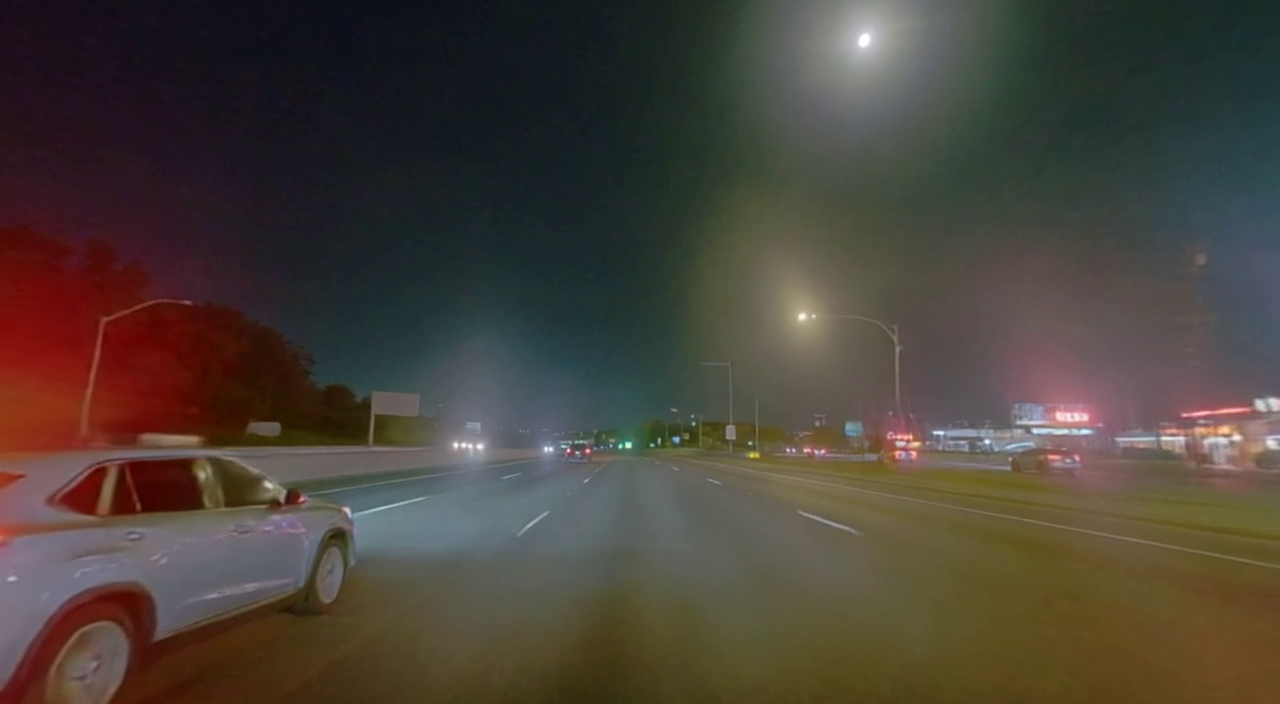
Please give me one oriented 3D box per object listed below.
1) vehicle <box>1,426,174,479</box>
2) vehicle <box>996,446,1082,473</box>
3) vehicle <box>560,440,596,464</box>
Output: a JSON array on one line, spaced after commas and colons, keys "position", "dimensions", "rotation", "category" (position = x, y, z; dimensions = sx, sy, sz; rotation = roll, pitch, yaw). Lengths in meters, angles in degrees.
[{"position": [-22.597, 4.137, 26.246], "dimensions": [2.242, 1.938, 5.519], "rotation": [0, -8, -1], "category": "vehicle"}, {"position": [28.037, 7.549, 44.590], "dimensions": [1.972, 1.749, 5.464], "rotation": [1, -8, -8], "category": "vehicle"}, {"position": [-4.741, 7.729, 49.094], "dimensions": [2.236, 1.736, 5.585], "rotation": [0, -8, -1], "category": "vehicle"}]
